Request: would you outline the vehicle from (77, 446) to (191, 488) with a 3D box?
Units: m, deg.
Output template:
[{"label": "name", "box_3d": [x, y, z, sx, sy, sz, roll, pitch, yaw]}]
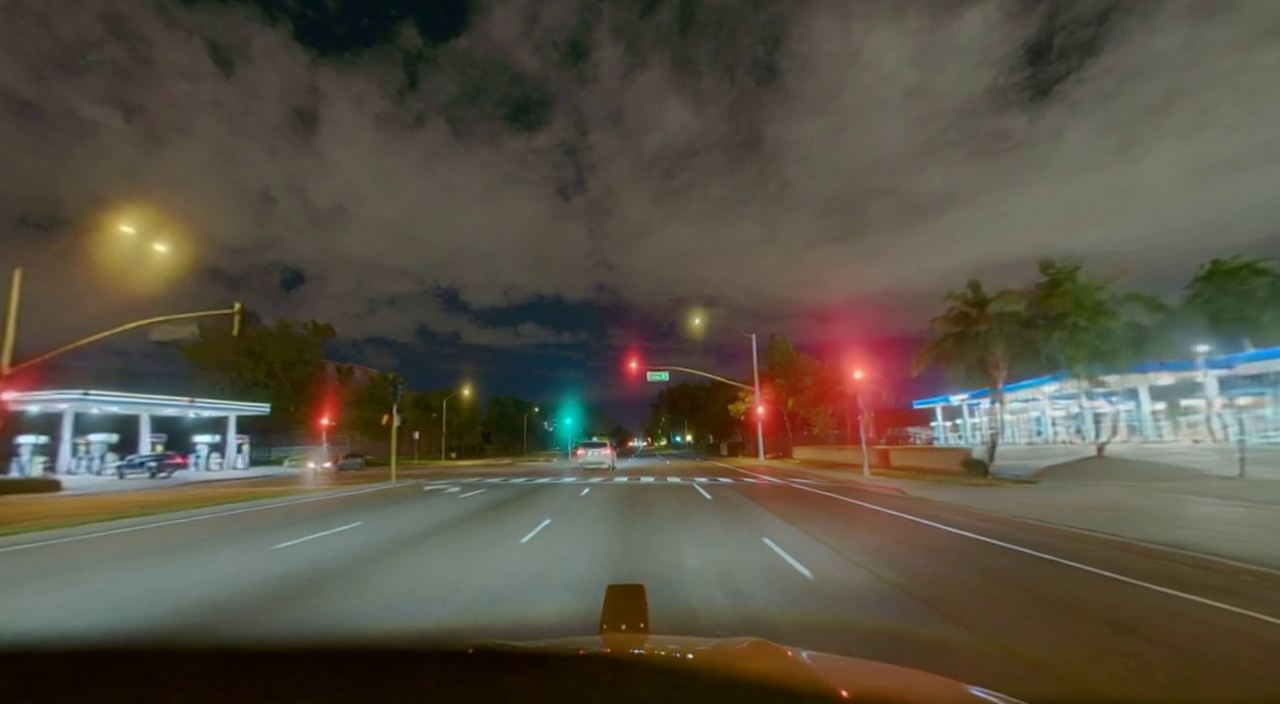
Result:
[{"label": "vehicle", "box_3d": [-28.141, 6.359, 35.146, 4.597, 1.952, 2.040, -3, -7, -1]}]

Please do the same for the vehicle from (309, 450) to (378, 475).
[{"label": "vehicle", "box_3d": [-21.614, 8.066, 46.144, 1.988, 1.717, 4.403, -4, -9, 20]}]

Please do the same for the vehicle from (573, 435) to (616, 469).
[{"label": "vehicle", "box_3d": [-2.452, 5.574, 35.326, 2.011, 1.756, 4.478, 0, -8, 1]}]

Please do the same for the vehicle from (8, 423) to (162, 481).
[{"label": "vehicle", "box_3d": [-36.119, 6.503, 41.226, 7.179, 3.622, 2.857, 0, -8, 0]}]
